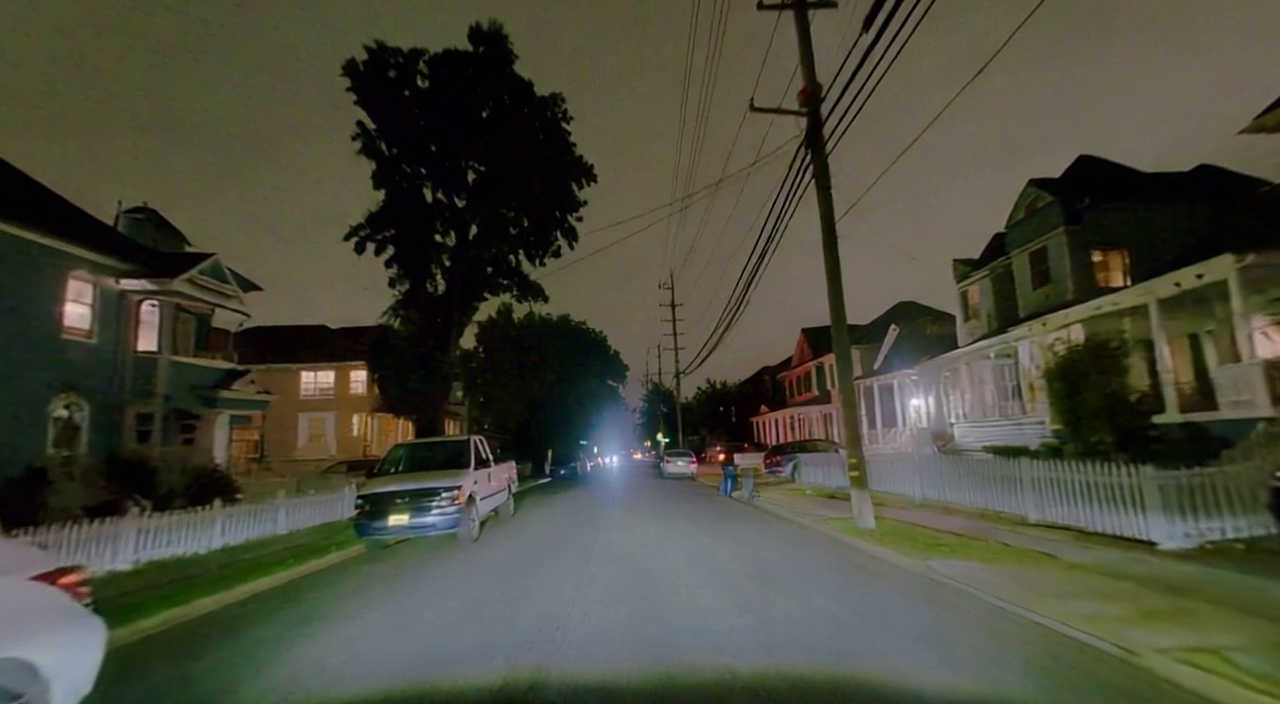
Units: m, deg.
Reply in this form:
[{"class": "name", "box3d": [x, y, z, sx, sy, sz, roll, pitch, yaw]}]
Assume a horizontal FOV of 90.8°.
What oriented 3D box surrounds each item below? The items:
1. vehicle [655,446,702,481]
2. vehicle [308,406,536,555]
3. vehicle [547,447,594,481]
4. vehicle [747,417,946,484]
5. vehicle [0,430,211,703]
[{"class": "vehicle", "box3d": [1.932, 5.766, 33.002, 2.043, 1.631, 4.613, 0, -8, -1]}, {"class": "vehicle", "box3d": [-3.735, 2.293, 12.264, 2.399, 2.085, 5.589, -3, -8, 0]}, {"class": "vehicle", "box3d": [-4.307, 6.974, 39.715, 2.204, 1.655, 4.813, -8, -8, -1]}, {"class": "vehicle", "box3d": [6.803, 3.292, 21.352, 5.974, 2.066, 2.152, 0, -7, -1]}, {"class": "vehicle", "box3d": [-3.371, 0.946, 0.983, 2.071, 1.485, 4.610, -6, -8, 3]}]
